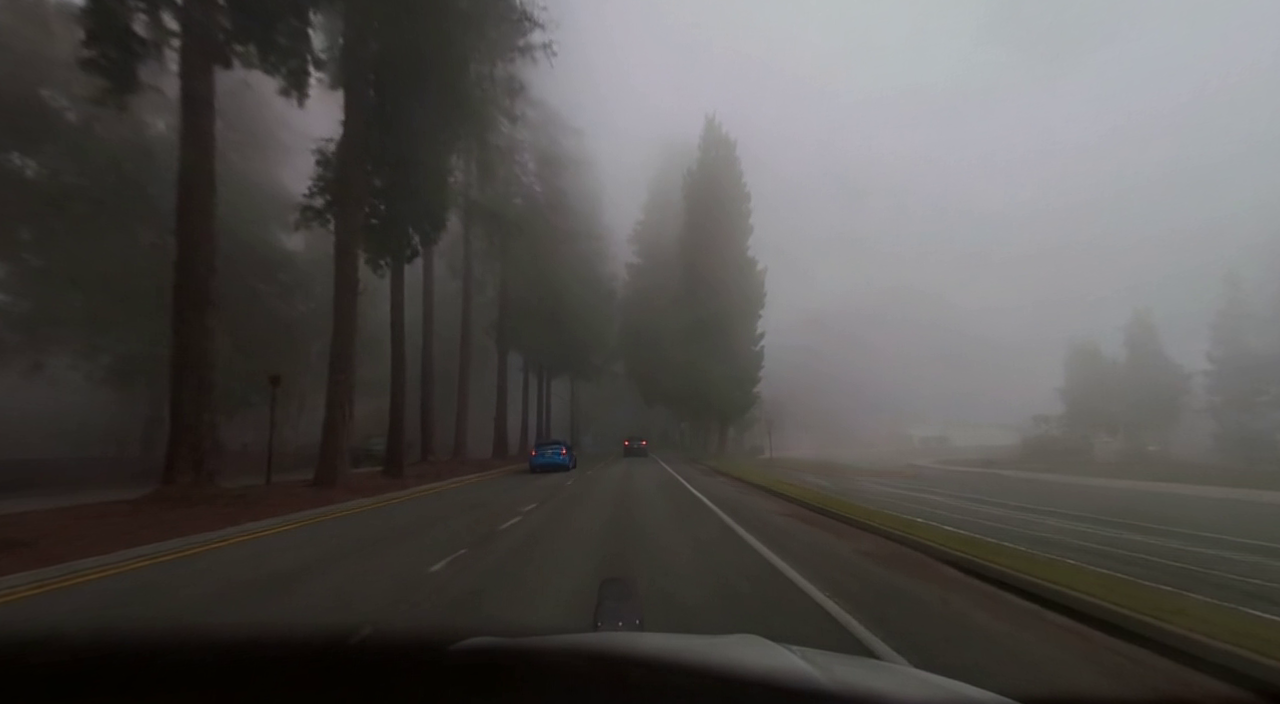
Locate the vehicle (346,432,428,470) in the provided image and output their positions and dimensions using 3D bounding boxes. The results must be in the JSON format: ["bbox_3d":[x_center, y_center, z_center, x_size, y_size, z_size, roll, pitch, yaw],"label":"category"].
[{"bbox_3d":[-16.649,6.537,42.142,2.687,2.262,6.995,0,-8,-2],"label":"vehicle"}]

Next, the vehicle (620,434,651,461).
[{"bbox_3d":[-0.318,6.519,43.320,2.018,1.769,3.897,0,-8,0],"label":"vehicle"}]

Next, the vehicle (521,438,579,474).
[{"bbox_3d":[-3.898,4.571,28.142,1.917,1.448,4.178,0,-8,1],"label":"vehicle"}]
